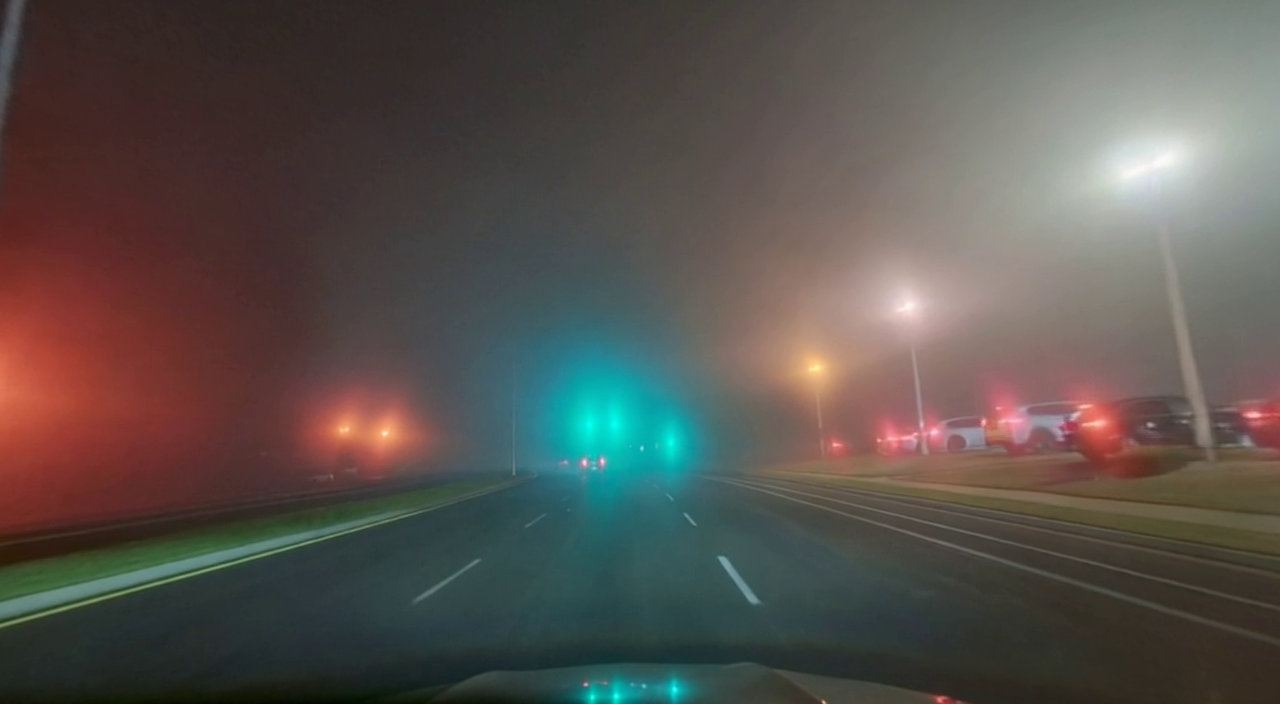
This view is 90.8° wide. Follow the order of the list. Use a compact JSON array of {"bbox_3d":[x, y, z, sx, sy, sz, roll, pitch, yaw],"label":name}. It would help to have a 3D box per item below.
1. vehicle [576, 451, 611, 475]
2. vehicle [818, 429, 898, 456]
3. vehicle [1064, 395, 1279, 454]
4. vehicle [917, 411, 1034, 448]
[{"bbox_3d":[-3.436,8.016,45.829,2.197,1.642,4.312,1,-9,-9],"label":"vehicle"},{"bbox_3d":[15.622,6.491,45.423,4.922,1.749,2.145,-2,-6,2],"label":"vehicle"},{"bbox_3d":[15.332,2.116,18.233,4.742,1.602,1.999,0,-8,-2],"label":"vehicle"},{"bbox_3d":[15.566,3.634,29.468,4.297,1.632,1.977,0,-8,-1],"label":"vehicle"}]
